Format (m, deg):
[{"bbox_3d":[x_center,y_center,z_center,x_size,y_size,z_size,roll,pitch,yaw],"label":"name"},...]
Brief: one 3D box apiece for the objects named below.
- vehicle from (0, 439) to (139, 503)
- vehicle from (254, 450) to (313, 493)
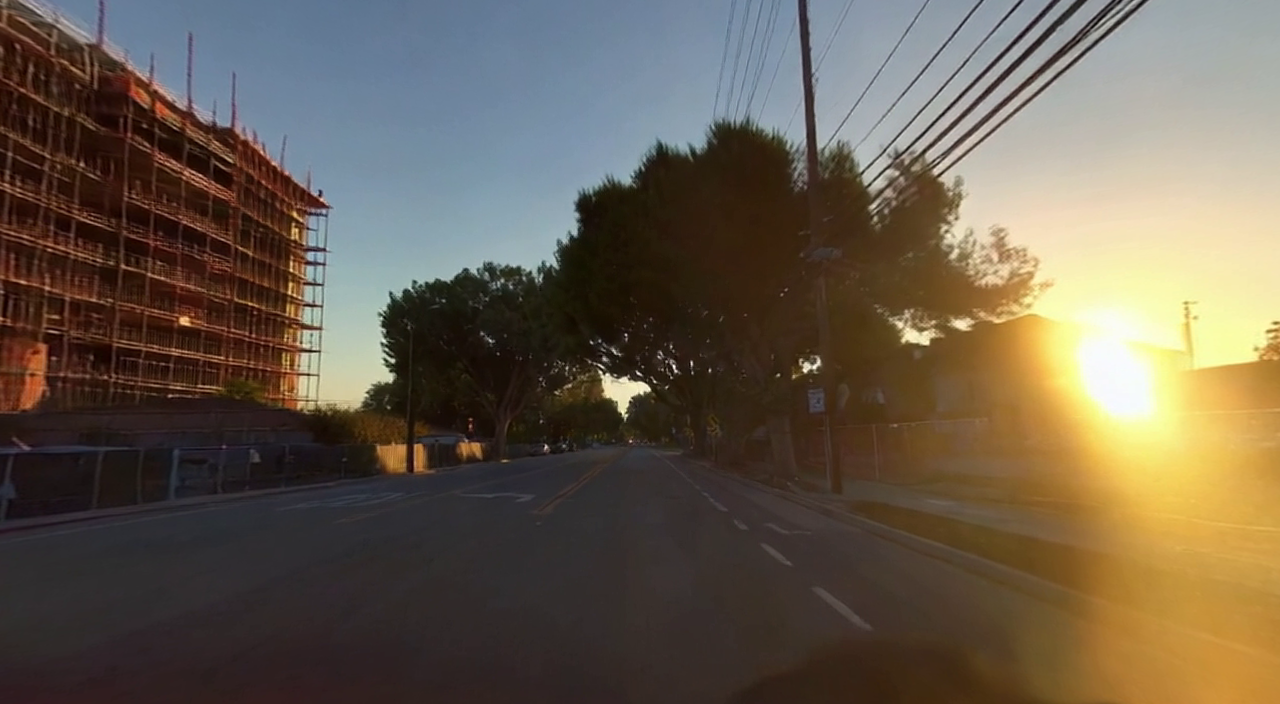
[{"bbox_3d":[-20.422,4.069,21.499,4.712,1.927,2.237,-3,-9,0],"label":"vehicle"},{"bbox_3d":[-15.769,5.220,28.003,2.002,1.683,4.664,4,-10,-28],"label":"vehicle"}]
